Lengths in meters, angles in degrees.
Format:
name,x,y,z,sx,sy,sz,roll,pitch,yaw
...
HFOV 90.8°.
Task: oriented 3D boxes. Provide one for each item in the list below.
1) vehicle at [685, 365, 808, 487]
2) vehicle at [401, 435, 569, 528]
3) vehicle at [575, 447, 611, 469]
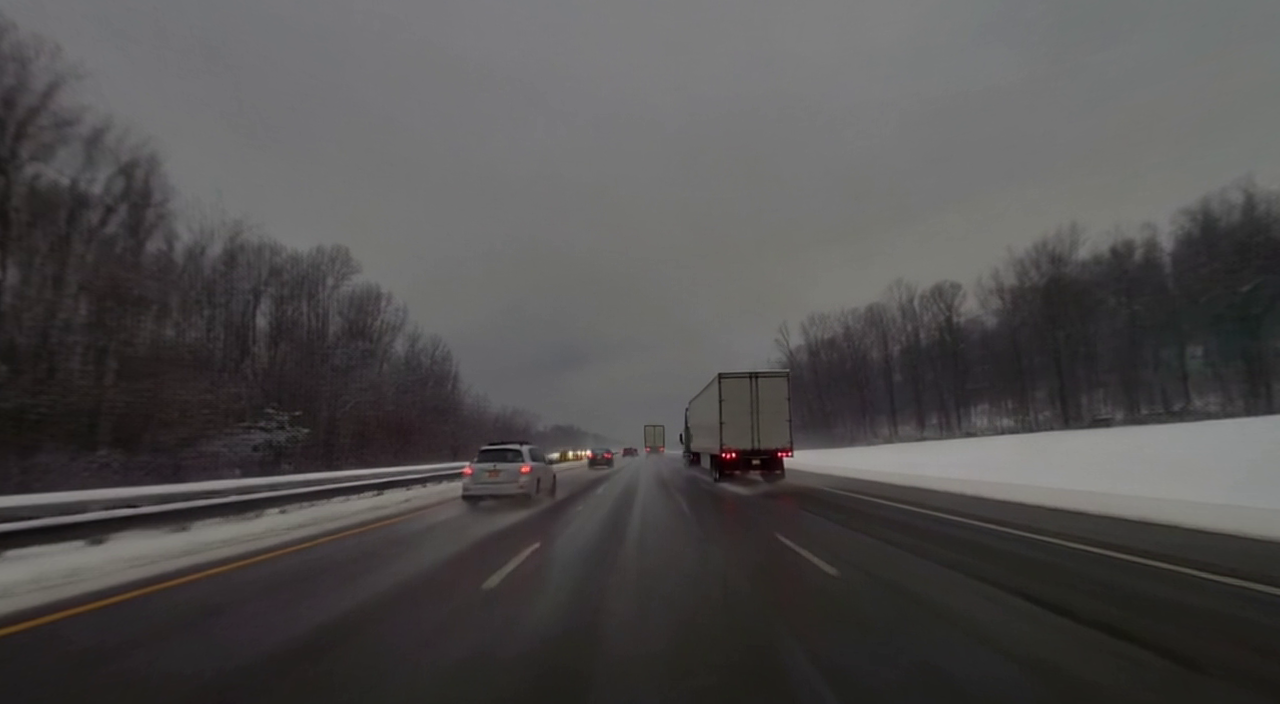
name,x,y,z,sx,sy,sz,roll,pitch,yaw
vehicle,4.087,3.597,28.433,2.974,4.083,14.389,0,-9,0
vehicle,-2.863,2.548,13.045,2.104,1.526,4.940,0,-9,2
vehicle,-3.263,7.457,44.480,2.121,1.445,4.651,0,-9,1
